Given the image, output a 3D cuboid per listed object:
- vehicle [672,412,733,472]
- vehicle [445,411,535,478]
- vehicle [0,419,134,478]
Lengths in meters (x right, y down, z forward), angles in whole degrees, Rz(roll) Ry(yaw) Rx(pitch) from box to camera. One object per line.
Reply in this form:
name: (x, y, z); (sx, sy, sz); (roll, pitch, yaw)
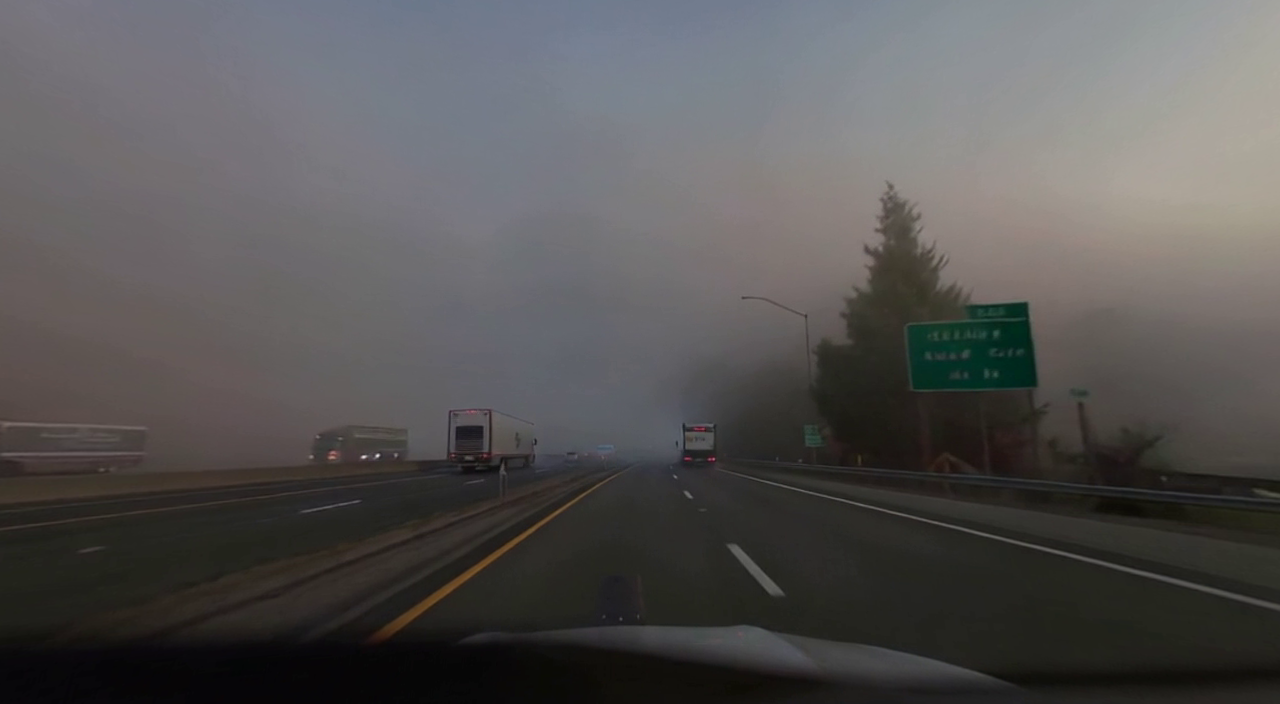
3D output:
vehicle: (4.119, 6.510, 45.014); (2.928, 3.595, 13.975); (0, -9, 0)
vehicle: (-10.336, 6.734, 45.672); (2.891, 4.062, 14.230); (0, -9, 1)
vehicle: (-42.195, 6.652, 43.438); (3.020, 3.707, 13.668); (-1, -9, 2)
